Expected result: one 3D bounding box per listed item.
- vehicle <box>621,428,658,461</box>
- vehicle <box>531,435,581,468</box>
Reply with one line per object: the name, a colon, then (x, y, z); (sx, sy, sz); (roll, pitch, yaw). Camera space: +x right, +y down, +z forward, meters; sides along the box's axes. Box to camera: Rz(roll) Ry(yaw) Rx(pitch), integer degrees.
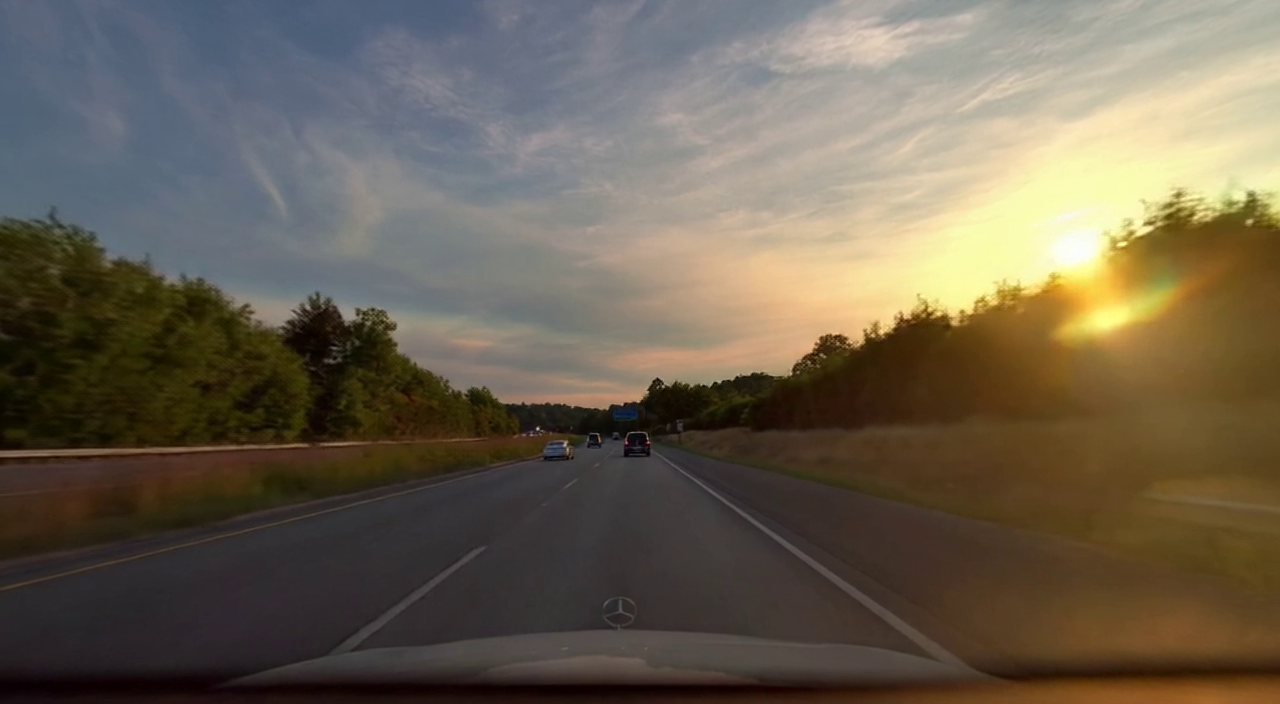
vehicle: (-0.071, 5.976, 40.697); (2.223, 1.957, 4.416); (0, -8, -2)
vehicle: (-4.233, 5.075, 32.350); (2.062, 1.567, 4.117); (0, -8, -1)
